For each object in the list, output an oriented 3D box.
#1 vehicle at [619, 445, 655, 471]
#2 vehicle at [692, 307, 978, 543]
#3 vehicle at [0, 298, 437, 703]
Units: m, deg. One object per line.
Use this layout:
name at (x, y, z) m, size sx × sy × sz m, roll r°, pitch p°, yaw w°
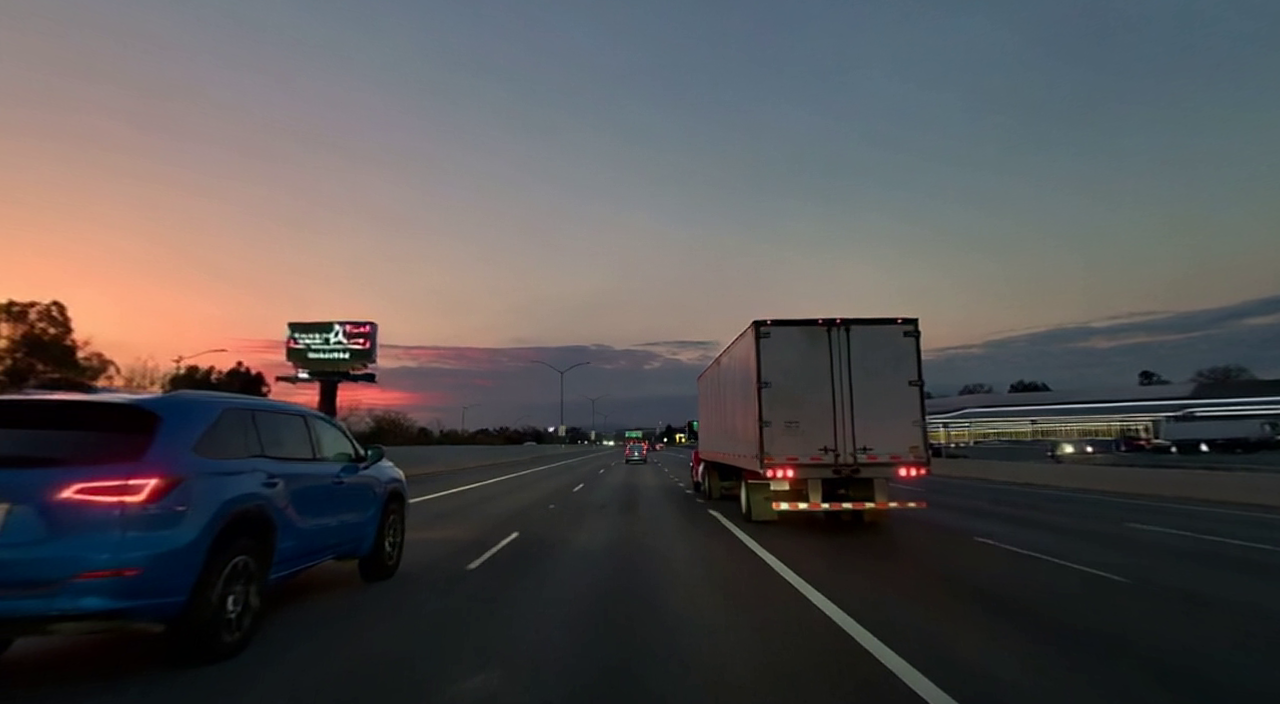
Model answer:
vehicle at (-0.172, 5.987, 35.914) m, size 1.929 × 1.395 × 3.999 m, roll 0°, pitch -9°, yaw 0°
vehicle at (3.173, 1.804, 14.434) m, size 2.934 × 3.325 × 10.986 m, roll 0°, pitch -9°, yaw 0°
vehicle at (-3.357, 1.045, 4.529) m, size 2.229 × 1.806 × 4.698 m, roll 0°, pitch -9°, yaw 0°
